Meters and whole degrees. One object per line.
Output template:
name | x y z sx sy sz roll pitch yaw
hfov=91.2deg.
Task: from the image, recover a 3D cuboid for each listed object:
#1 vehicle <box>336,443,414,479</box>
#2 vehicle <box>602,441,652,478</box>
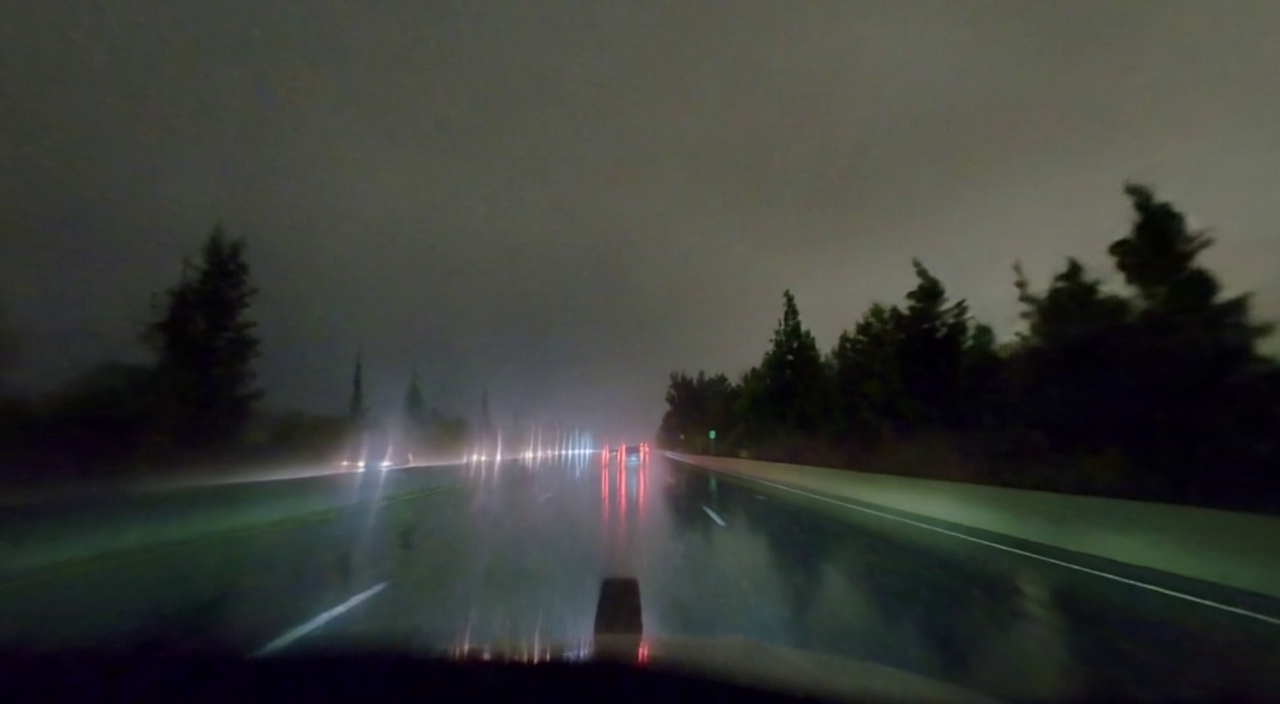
vehicle | -13.473 5.549 32.200 2.040 1.709 4.607 0 -9 0
vehicle | -0.576 4.896 28.659 2.095 1.537 4.017 0 -9 -1
